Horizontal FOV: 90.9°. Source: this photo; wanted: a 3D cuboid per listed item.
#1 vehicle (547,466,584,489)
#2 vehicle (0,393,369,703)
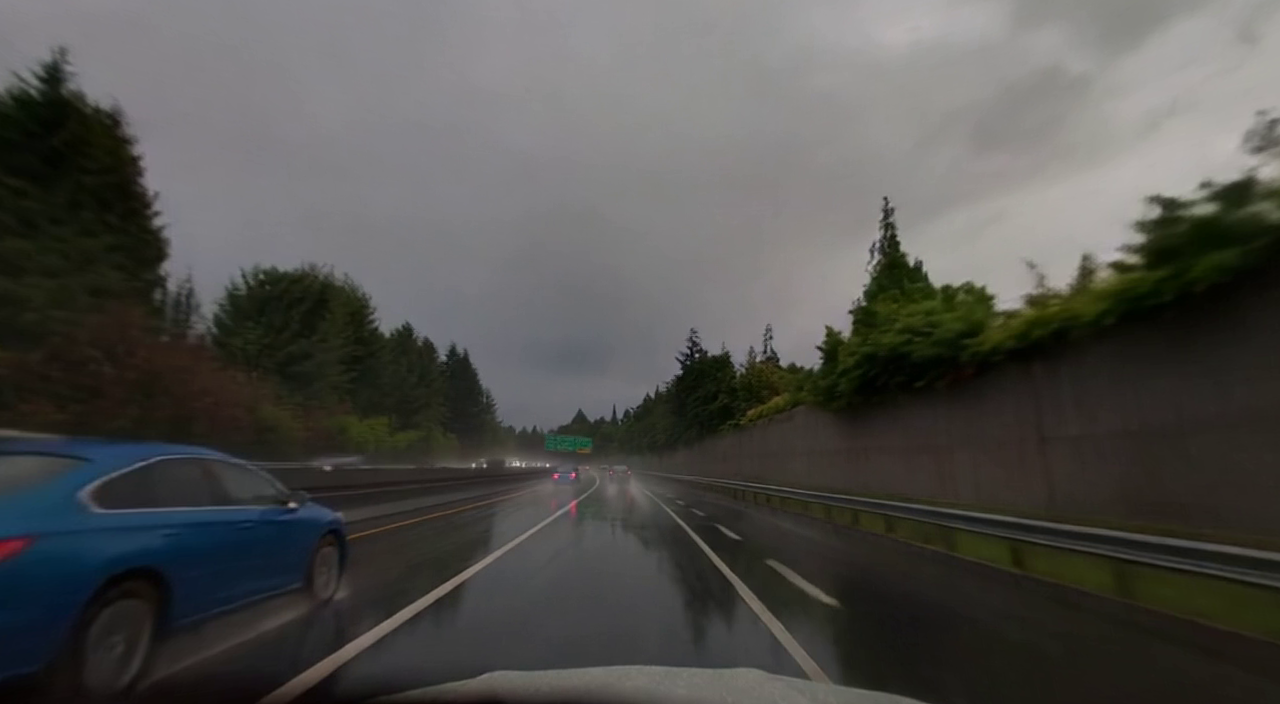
[{"bbox_3d":[-5.260,8.961,45.200,2.310,1.521,4.731,1,-11,-3],"label":"vehicle"},{"bbox_3d":[-3.786,1.121,3.503,2.328,1.559,5.041,1,-11,0],"label":"vehicle"}]
